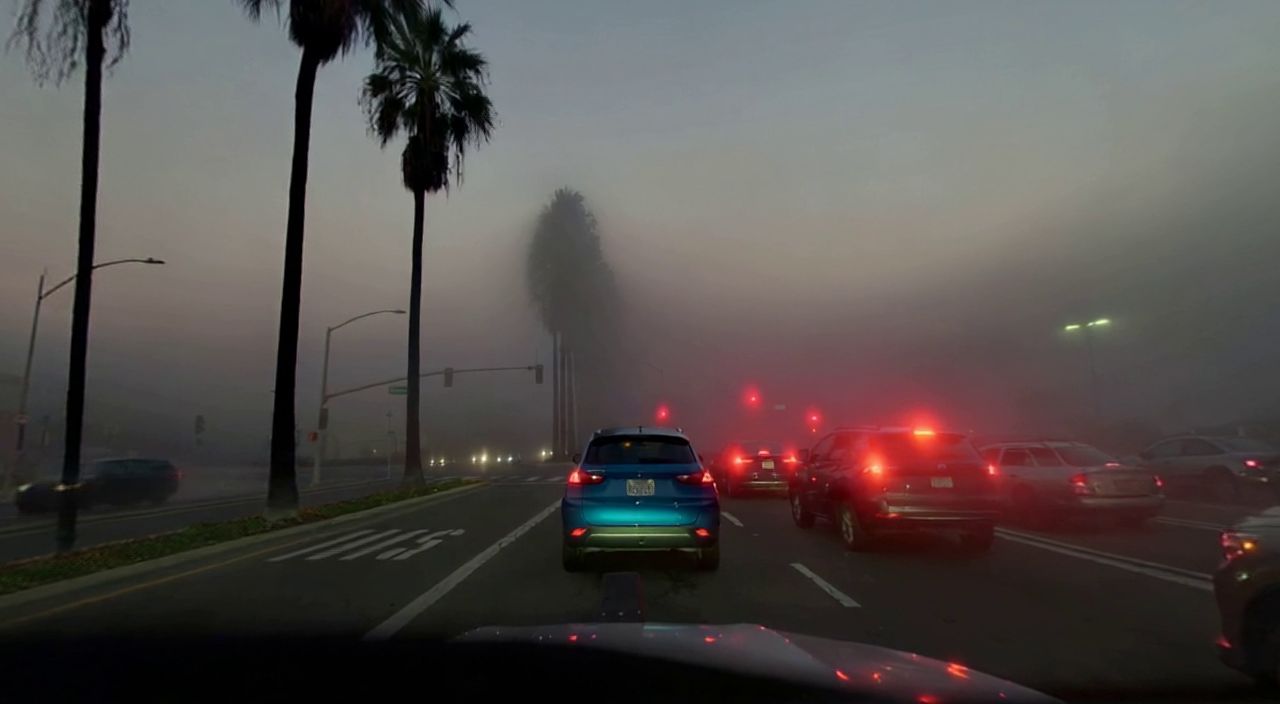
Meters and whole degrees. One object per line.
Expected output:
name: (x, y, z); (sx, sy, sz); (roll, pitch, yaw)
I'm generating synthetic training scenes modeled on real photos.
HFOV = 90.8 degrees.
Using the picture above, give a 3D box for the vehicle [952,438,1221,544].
vehicle: (7.370, 2.291, 11.055); (1.832, 1.477, 3.981); (0, -9, 2)

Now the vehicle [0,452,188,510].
vehicle: (-15.997, 3.708, 18.679); (2.021, 1.464, 4.505); (0, -9, -2)

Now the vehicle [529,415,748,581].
vehicle: (-0.020, 1.708, 8.120); (2.083, 1.572, 4.021); (0, -9, 0)

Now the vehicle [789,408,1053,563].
vehicle: (3.663, 1.820, 9.249); (1.947, 1.725, 4.159); (0, -9, 0)

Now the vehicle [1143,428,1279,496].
vehicle: (18.061, 3.200, 18.484); (4.786, 1.848, 2.107); (0, -9, -1)
